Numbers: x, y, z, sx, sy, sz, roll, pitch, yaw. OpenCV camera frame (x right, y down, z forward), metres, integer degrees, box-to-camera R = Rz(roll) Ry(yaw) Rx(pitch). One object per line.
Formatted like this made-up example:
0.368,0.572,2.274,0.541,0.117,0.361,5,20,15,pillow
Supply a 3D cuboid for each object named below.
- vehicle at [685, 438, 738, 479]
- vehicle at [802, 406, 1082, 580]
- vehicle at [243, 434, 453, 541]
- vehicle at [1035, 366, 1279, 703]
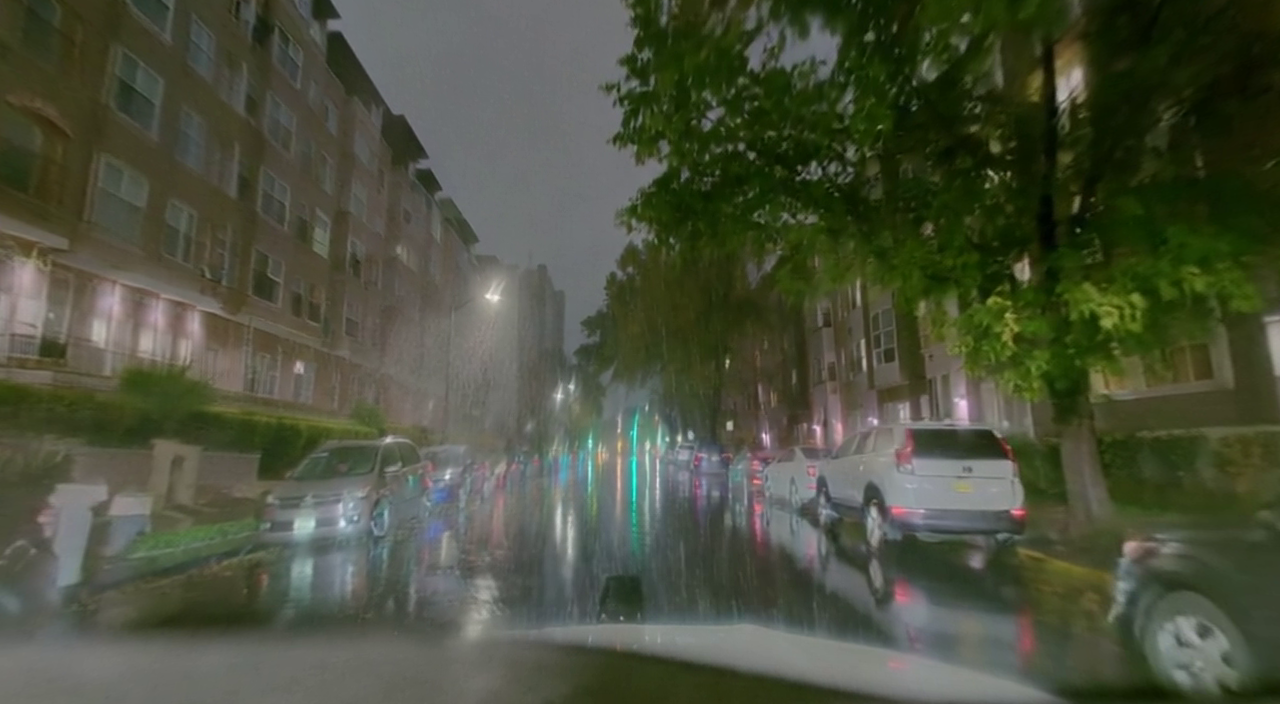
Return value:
3.374,5.136,30.831,1.912,1.781,5.159,0,-8,-1,vehicle
3.834,1.849,9.146,1.911,1.835,4.599,0,-8,2,vehicle
-5.232,2.413,12.002,2.274,1.679,3.639,0,-8,-1,vehicle
3.728,0.815,1.944,1.886,1.727,4.678,0,-8,-1,vehicle
